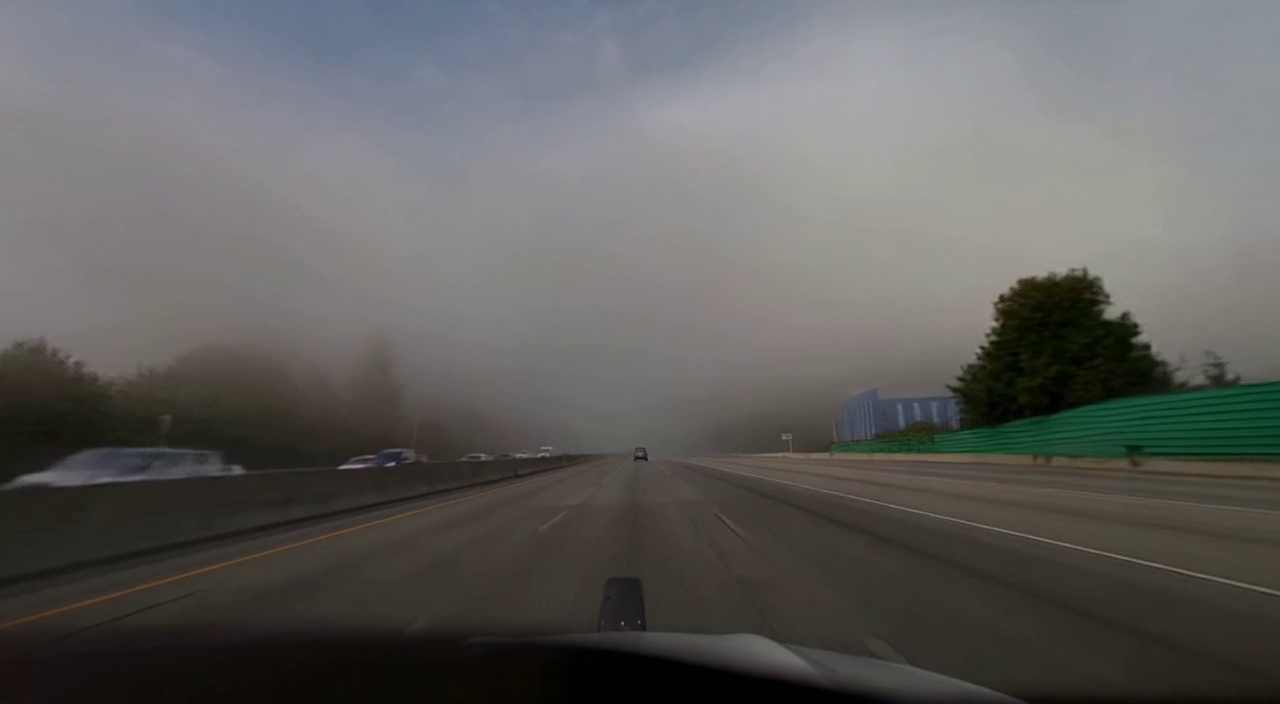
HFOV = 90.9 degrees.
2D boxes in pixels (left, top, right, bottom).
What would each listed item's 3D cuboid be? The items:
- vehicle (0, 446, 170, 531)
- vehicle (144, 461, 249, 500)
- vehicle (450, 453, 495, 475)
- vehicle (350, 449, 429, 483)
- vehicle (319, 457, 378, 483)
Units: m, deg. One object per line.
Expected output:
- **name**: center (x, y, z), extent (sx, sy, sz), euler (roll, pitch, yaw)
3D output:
- **vehicle**: center (-11.875, 2.640, 12.663), extent (1.796, 1.442, 3.938), euler (0, -9, 0)
- **vehicle**: center (-19.907, 5.761, 28.529), extent (1.819, 1.524, 3.973), euler (0, -9, 0)
- **vehicle**: center (-12.247, 8.193, 46.260), extent (1.971, 1.437, 4.488), euler (0, -9, 1)
- **vehicle**: center (-12.045, 5.485, 30.636), extent (1.986, 1.494, 4.310), euler (0, -9, 1)
- **vehicle**: center (-19.556, 7.887, 42.507), extent (1.911, 1.582, 4.406), euler (0, -9, -1)
